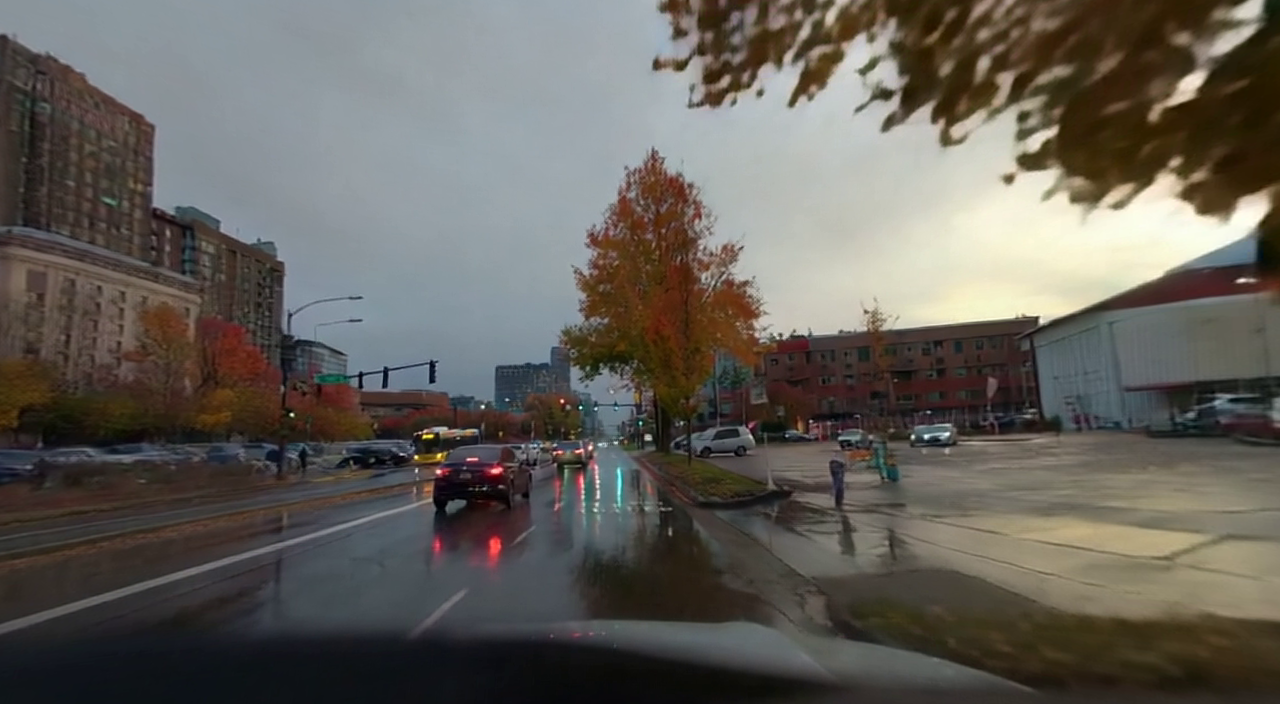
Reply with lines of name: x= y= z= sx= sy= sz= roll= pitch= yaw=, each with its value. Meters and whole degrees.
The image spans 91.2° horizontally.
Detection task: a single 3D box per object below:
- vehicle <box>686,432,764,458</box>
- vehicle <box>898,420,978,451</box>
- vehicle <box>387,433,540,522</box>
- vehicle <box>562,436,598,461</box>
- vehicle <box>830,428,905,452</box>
vehicle: x=5.723 y=6.339 z=42.639 sx=4.894 sy=1.451 sz=2.089 roll=-2 pitch=-8 yaw=-2
vehicle: x=19.439 y=5.452 z=40.977 sx=4.172 sy=1.687 sz=1.773 roll=-3 pitch=-8 yaw=-3
vehicle: x=-3.354 y=2.477 z=12.847 sx=2.092 sy=1.507 sz=4.078 roll=0 pitch=-9 yaw=-2
vehicle: x=-4.325 y=7.045 z=45.738 sx=2.365 sy=1.751 sz=3.904 roll=0 pitch=-9 yaw=-3
vehicle: x=14.779 y=5.755 z=40.867 sx=4.064 sy=1.507 sz=2.078 roll=0 pitch=-9 yaw=-1
